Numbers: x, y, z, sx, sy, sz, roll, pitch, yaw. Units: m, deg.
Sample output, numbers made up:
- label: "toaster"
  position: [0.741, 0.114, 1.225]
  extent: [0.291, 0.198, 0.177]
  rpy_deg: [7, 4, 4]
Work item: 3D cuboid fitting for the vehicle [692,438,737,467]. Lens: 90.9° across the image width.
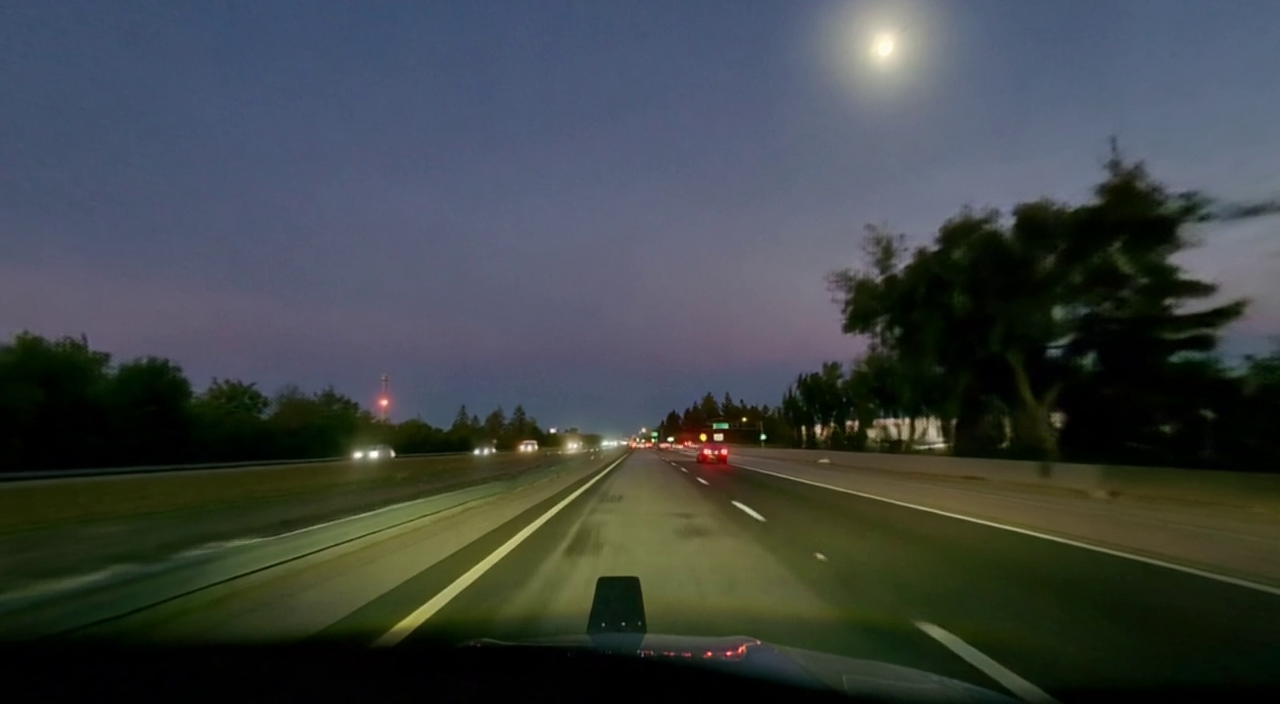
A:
- label: "vehicle"
  position: [4.183, 5.710, 36.014]
  extent: [2.062, 1.518, 4.026]
  rpy_deg: [0, -8, -1]
